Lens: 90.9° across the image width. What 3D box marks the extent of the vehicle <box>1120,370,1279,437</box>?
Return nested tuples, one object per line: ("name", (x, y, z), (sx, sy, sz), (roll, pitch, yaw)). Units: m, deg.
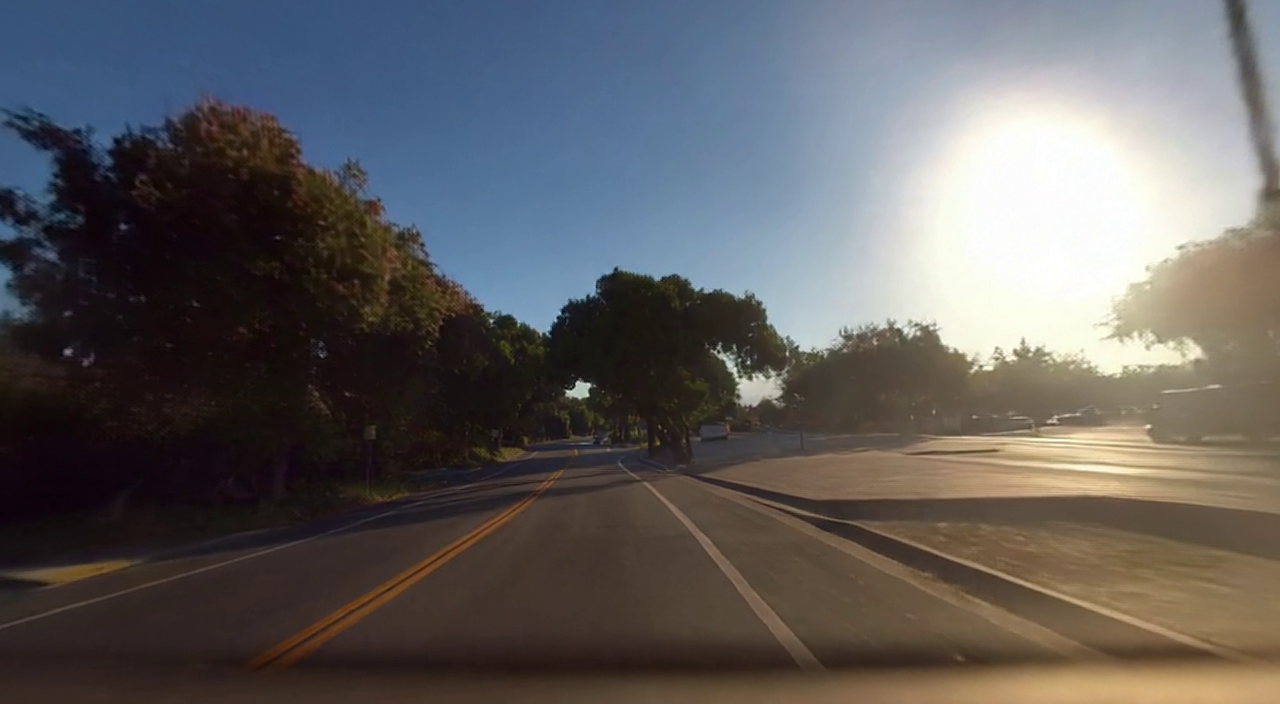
("vehicle", (30.327, 2.643, 32.194), (8.774, 3.004, 2.914), (-3, -8, 5))
